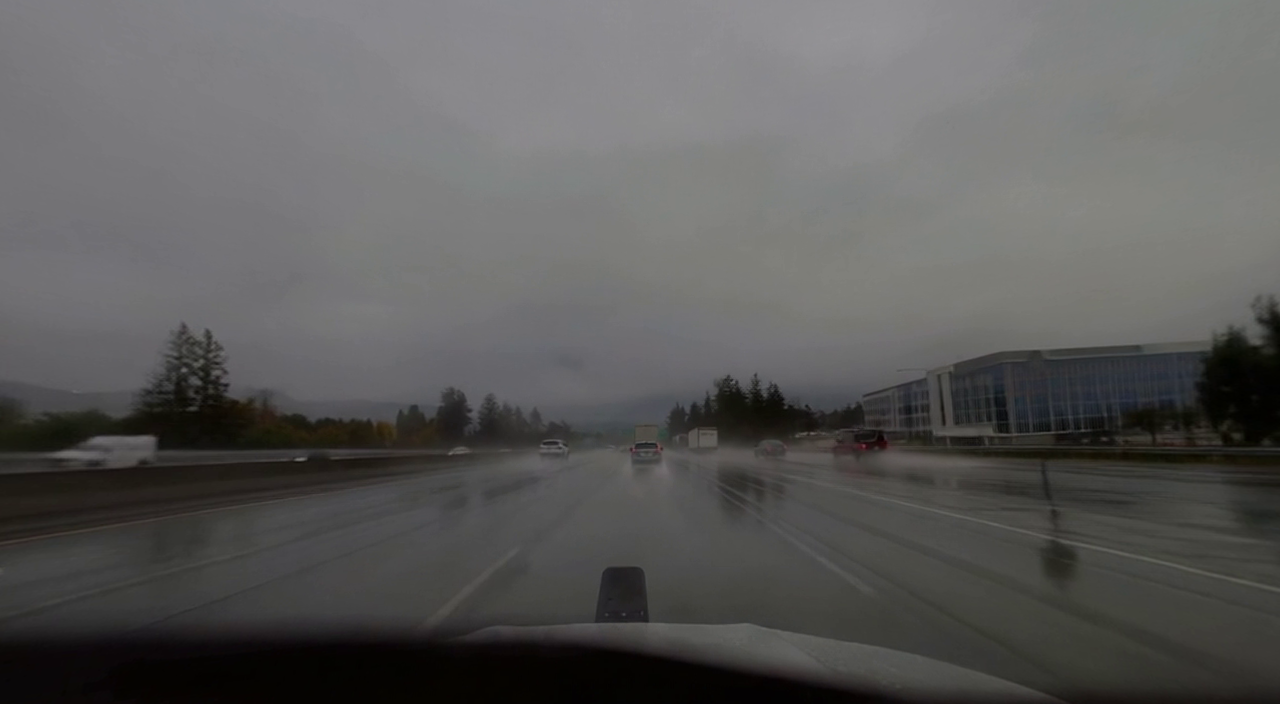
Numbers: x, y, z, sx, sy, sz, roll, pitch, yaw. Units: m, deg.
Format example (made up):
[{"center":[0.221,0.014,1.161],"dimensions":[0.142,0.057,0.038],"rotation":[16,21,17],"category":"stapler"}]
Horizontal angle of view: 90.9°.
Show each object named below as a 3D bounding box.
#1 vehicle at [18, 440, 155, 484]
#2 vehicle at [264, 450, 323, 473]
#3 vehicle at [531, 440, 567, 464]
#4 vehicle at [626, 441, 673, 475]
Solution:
[{"center":[-30.946,6.132,35.651],"dimensions":[2.308,2.200,6.021],"rotation":[0,-8,-1],"category":"vehicle"},{"center":[-25.096,7.907,45.804],"dimensions":[1.777,1.486,4.357],"rotation":[0,-8,0],"category":"vehicle"},{"center":[-7.122,7.881,49.844],"dimensions":[2.093,1.789,4.399],"rotation":[0,-8,1],"category":"vehicle"},{"center":[0.407,5.006,29.952],"dimensions":[2.112,1.482,4.082],"rotation":[0,-8,0],"category":"vehicle"}]
